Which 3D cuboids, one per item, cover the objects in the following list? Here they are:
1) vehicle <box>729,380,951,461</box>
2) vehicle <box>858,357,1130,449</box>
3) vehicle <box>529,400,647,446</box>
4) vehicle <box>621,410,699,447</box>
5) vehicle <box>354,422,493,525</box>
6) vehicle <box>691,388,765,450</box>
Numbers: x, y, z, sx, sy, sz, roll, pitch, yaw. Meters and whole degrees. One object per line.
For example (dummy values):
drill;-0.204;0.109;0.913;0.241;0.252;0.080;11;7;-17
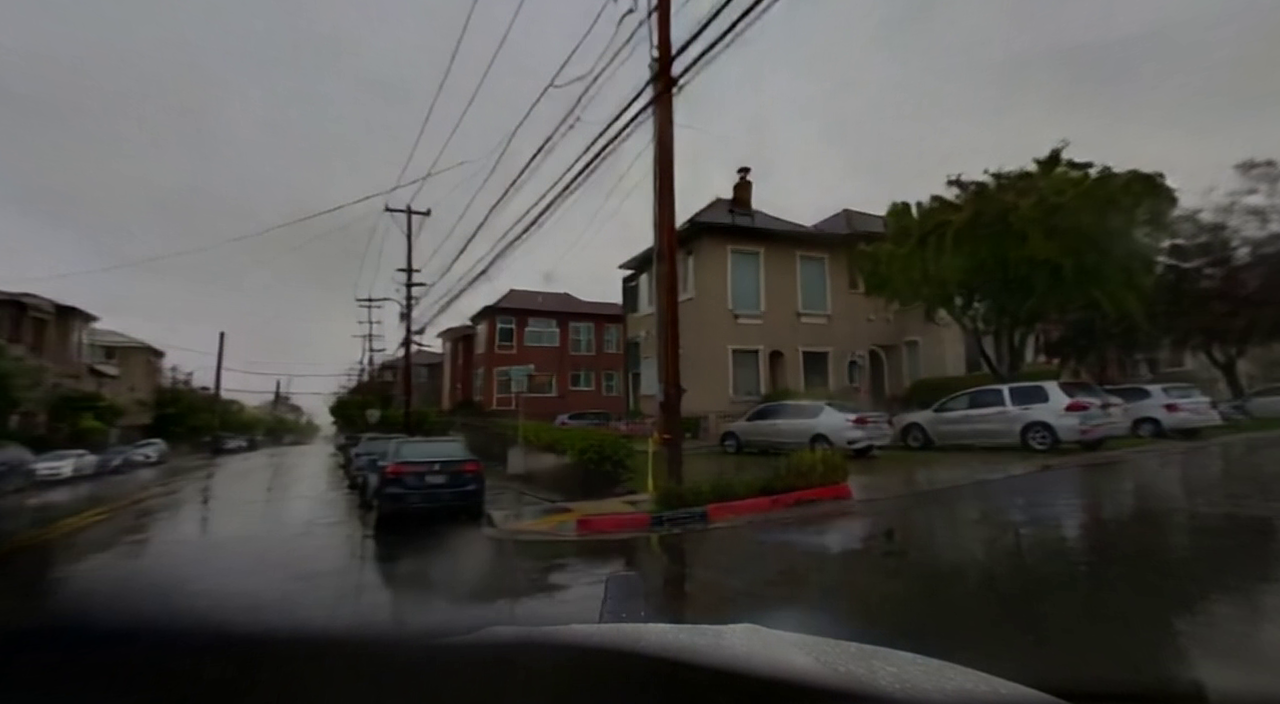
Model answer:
vehicle;4.700;1.719;15.107;4.648;1.659;1.897;-6;-10;32
vehicle;8.669;1.439;15.972;5.514;1.976;2.153;-5;-9;30
vehicle;-2.521;3.347;28.946;5.778;1.875;2.152;-8;-11;44
vehicle;0.923;3.650;30.567;1.754;1.559;3.567;5;-6;-41
vehicle;-4.269;2.211;12.057;1.914;1.591;3.892;4;-9;-27
vehicle;2.754;2.168;19.719;2.003;1.695;4.195;-2;-8;9
